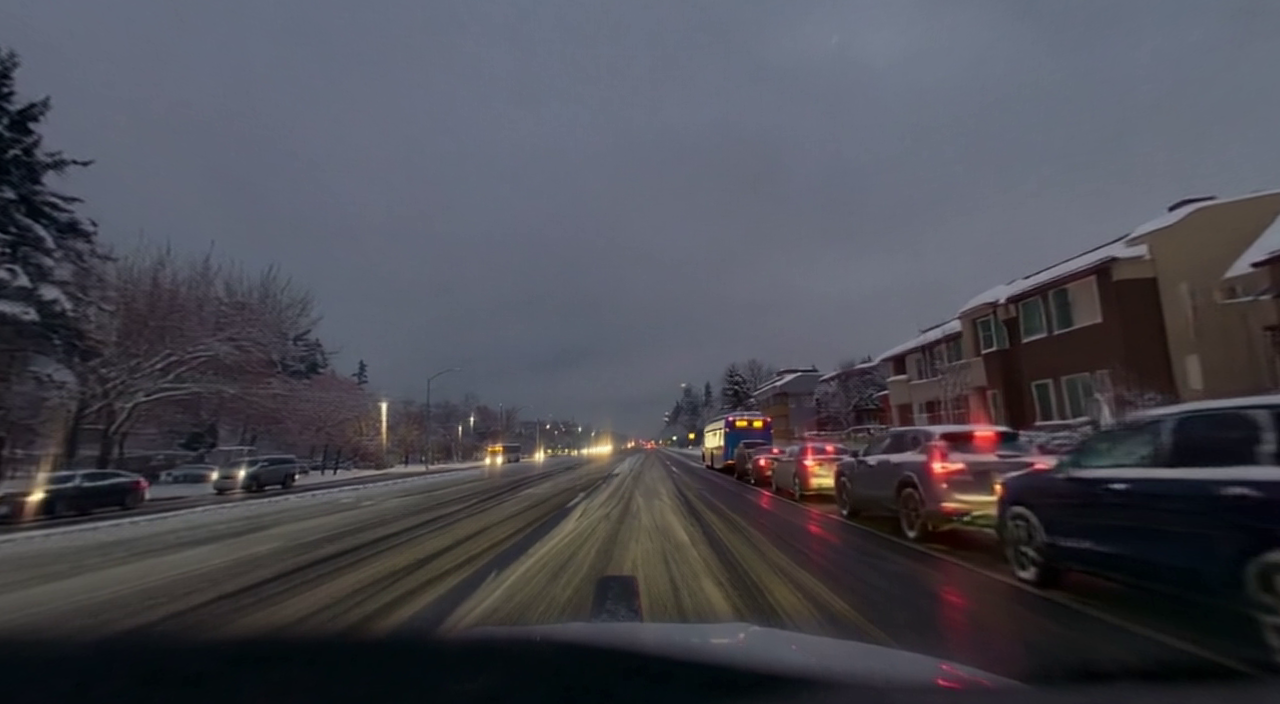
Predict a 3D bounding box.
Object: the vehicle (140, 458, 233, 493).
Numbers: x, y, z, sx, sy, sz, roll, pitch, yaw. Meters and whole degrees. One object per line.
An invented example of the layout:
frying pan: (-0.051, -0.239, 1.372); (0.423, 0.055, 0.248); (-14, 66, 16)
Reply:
vehicle: (-28.894, 7.860, 40.368); (4.426, 1.782, 2.056); (-4, -8, 1)

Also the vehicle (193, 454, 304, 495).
vehicle: (-19.248, 5.996, 31.374); (2.166, 1.804, 4.897); (-1, -8, 3)

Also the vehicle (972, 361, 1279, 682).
vehicle: (4.533, 1.019, 4.121); (2.094, 1.731, 4.763); (0, -8, 0)
